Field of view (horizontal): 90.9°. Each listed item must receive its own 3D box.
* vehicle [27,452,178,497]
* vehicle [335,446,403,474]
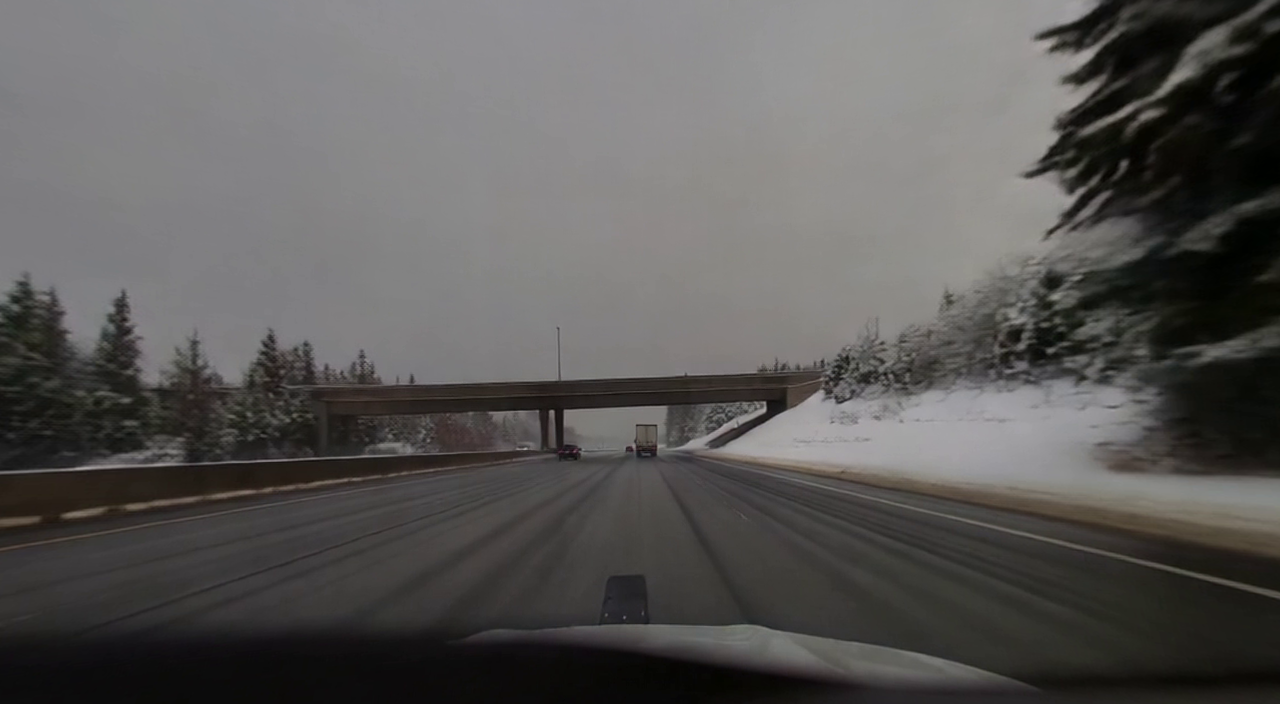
[{"bbox_3d":[-24.976,5.676,29.691,2.098,1.822,5.501,-1,-8,3],"label":"vehicle"},{"bbox_3d":[-16.157,6.439,37.880,2.009,1.568,4.433,0,-8,1],"label":"vehicle"}]
